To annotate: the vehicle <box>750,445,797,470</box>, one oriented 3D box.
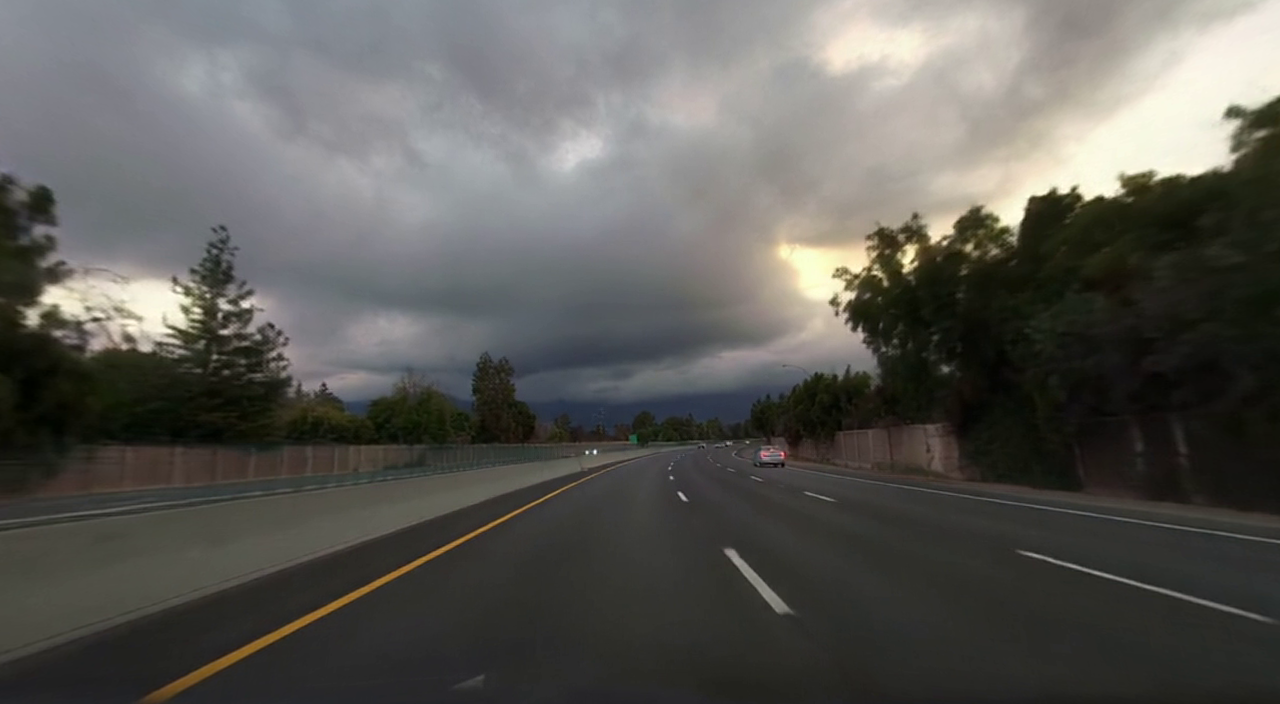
[{"bbox_3d":[8.496,6.734,40.429,1.983,1.486,4.545,-1,-9,0],"label":"vehicle"}]
